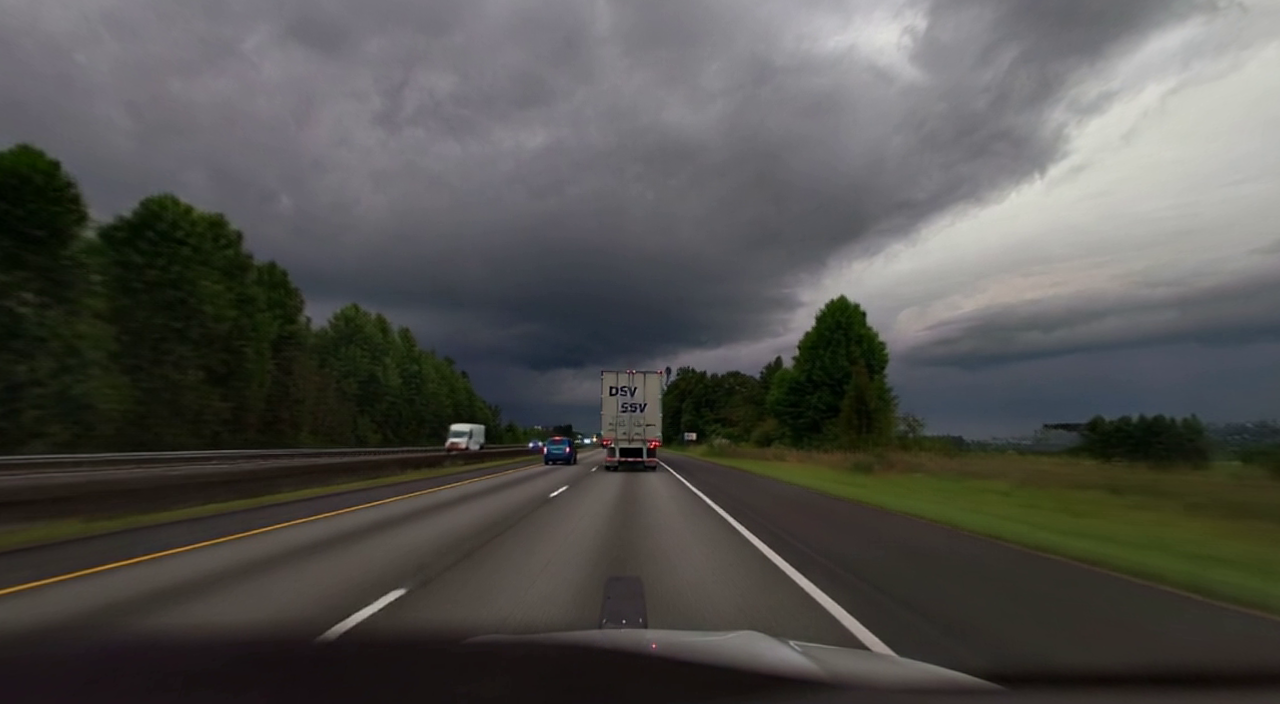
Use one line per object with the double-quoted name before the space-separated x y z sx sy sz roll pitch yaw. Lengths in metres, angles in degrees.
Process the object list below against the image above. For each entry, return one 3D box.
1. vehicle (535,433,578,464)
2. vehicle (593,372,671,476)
"vehicle" -5.058 5.904 38.740 2.086 1.778 4.544 0 -8 0
"vehicle" -0.421 3.472 29.341 2.969 3.957 10.270 0 -8 -1
